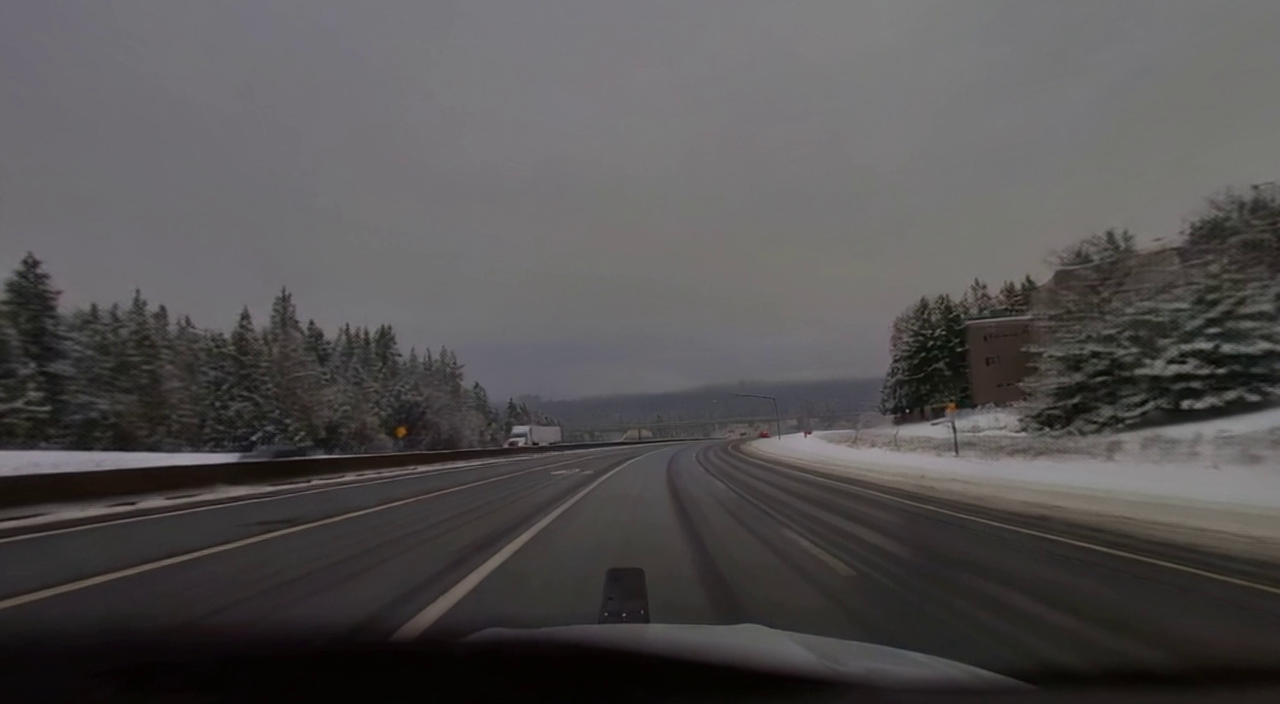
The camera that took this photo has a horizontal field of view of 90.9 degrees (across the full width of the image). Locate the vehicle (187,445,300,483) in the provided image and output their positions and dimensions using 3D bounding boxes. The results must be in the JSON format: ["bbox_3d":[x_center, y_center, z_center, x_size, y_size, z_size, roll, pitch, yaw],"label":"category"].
[{"bbox_3d":[-17.174,4.841,27.613,1.945,1.523,4.392,0,-8,2],"label":"vehicle"}]
